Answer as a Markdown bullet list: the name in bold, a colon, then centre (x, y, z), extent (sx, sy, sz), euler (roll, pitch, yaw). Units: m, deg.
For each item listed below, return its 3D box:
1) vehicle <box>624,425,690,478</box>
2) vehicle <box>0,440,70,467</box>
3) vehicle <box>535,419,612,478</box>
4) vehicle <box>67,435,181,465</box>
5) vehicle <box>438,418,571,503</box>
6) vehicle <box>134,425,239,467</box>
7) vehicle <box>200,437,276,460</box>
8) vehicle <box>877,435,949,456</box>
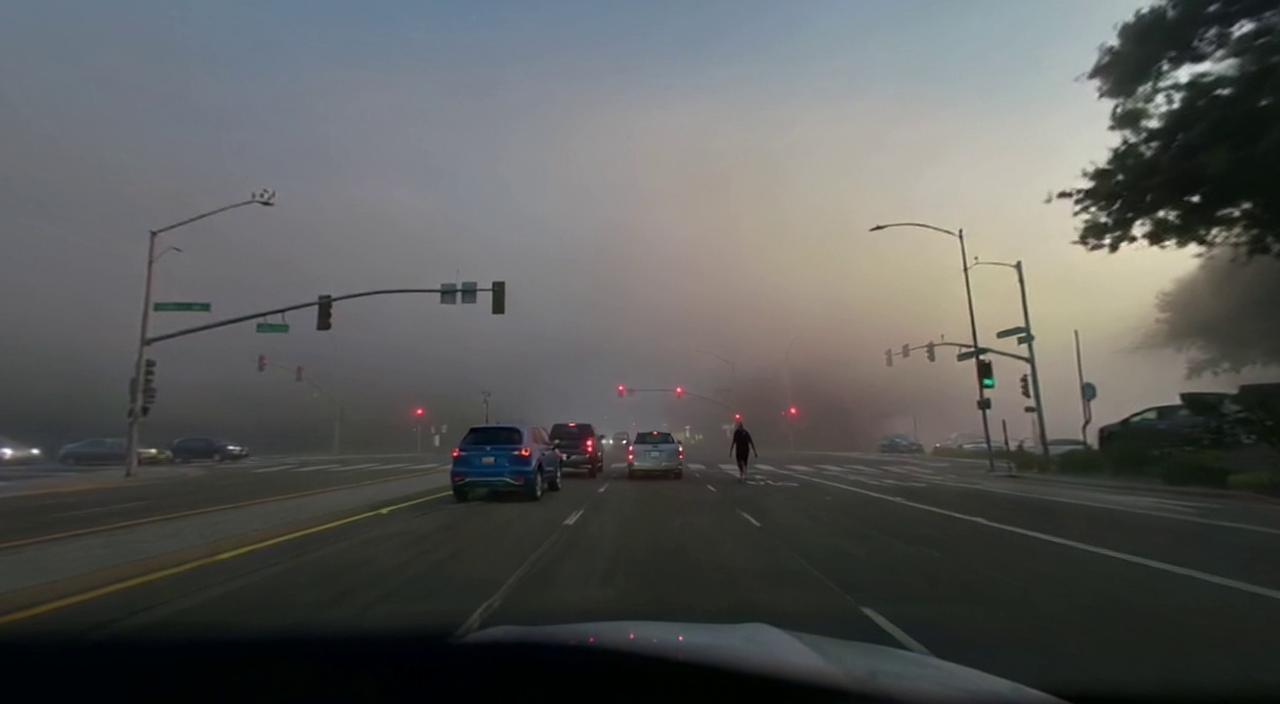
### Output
- **vehicle**: centre (0.560, 3.635, 23.190), extent (2.204, 1.738, 4.690), euler (0, -8, 0)
- **vehicle**: centre (-37.602, 6.136, 38.121), extent (4.170, 1.551, 1.816), euler (0, -8, 3)
- **vehicle**: centre (-2.272, 3.501, 22.904), extent (2.220, 1.926, 4.870), euler (0, -8, 1)
- **vehicle**: centre (-30.920, 5.887, 37.742), extent (4.956, 1.737, 2.135), euler (0, -8, 2)
- **vehicle**: centre (-2.999, 2.523, 15.003), extent (2.006, 1.707, 4.448), euler (0, -8, 3)
- **vehicle**: centre (-32.479, 6.688, 45.054), extent (5.884, 2.243, 2.287), euler (-6, -5, 1)
- **vehicle**: centre (-30.848, 7.396, 48.268), extent (4.406, 1.682, 2.040), euler (0, -8, 1)
- **vehicle**: centre (20.664, 7.096, 47.645), extent (4.624, 1.601, 1.871), euler (0, -8, -1)
